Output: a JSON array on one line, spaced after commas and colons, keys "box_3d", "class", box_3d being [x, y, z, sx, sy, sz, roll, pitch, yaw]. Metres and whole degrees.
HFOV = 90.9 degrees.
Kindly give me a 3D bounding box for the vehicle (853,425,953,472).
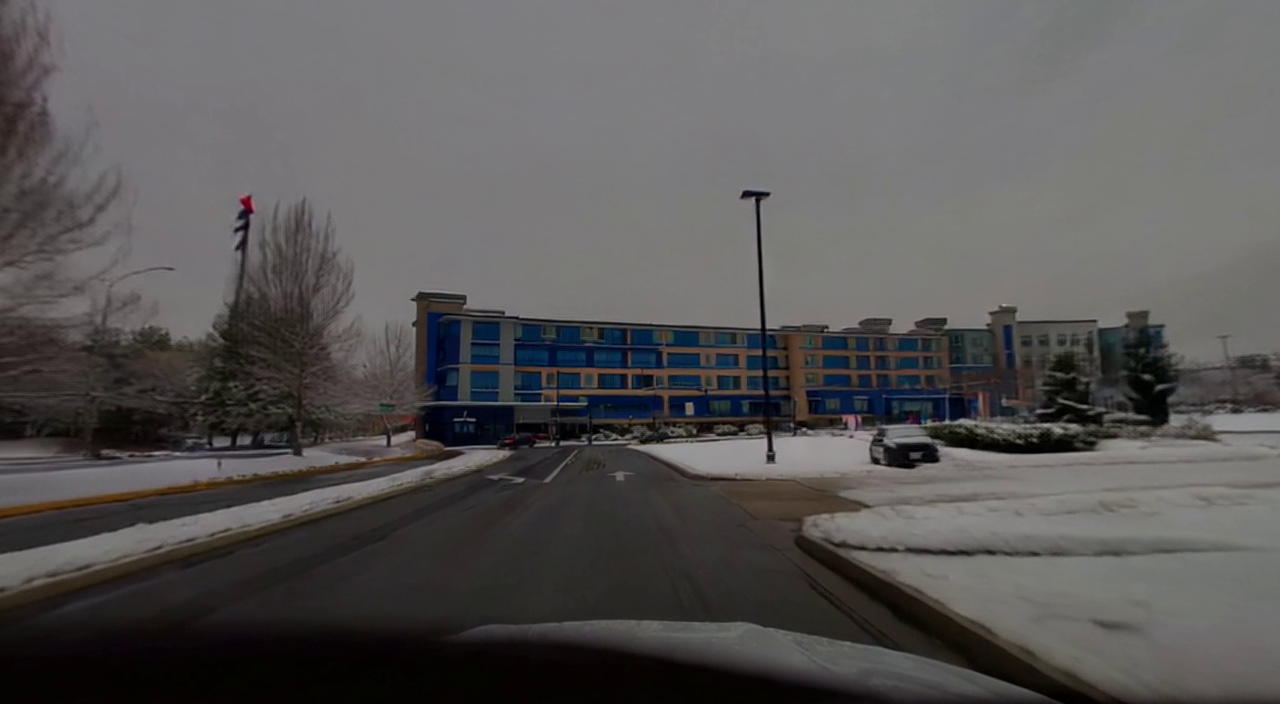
[{"box_3d": [9.222, 3.391, 22.422, 1.769, 1.516, 3.520, 1, -8, -6], "class": "vehicle"}]
